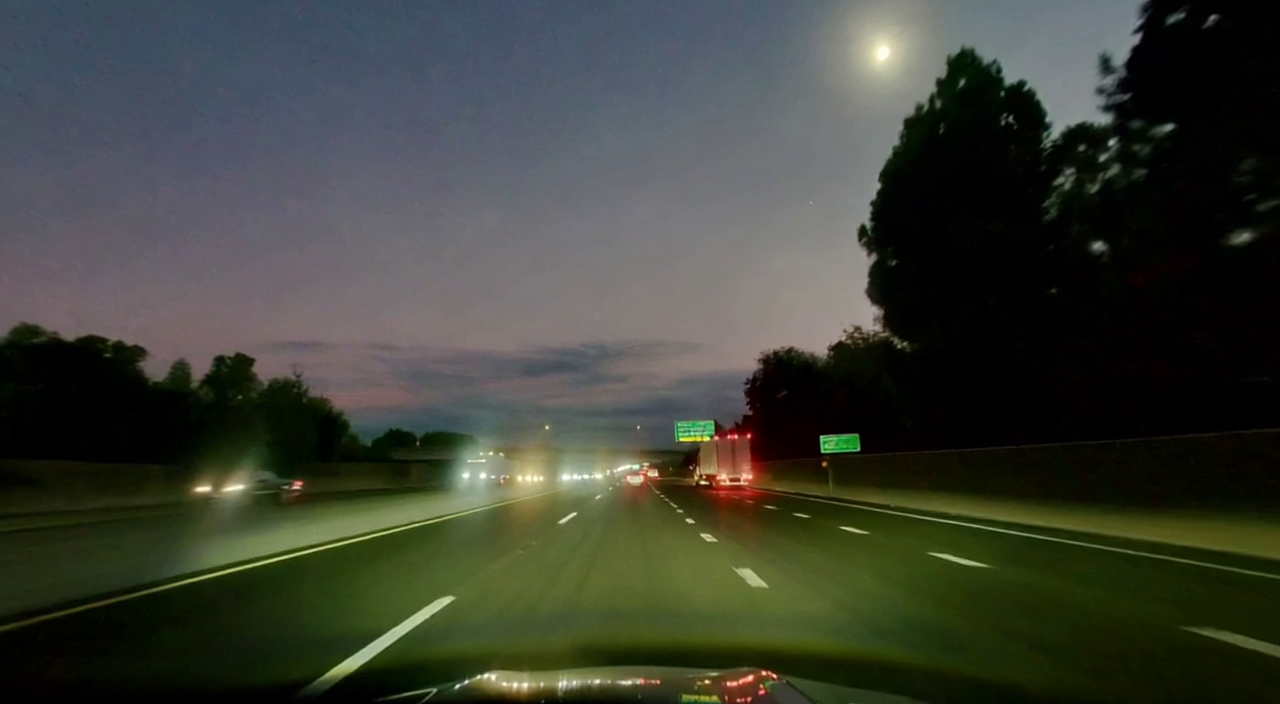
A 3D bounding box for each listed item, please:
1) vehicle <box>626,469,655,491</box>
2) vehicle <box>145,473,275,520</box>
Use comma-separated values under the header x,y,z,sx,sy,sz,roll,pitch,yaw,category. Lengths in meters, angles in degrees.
x,y,z,sx,sy,sz,roll,pitch,yaw,category
0.026,9.300,45.847,2.029,1.459,3.684,1,-10,0,vehicle
-14.968,5.021,22.230,1.832,1.439,3.822,1,-11,0,vehicle
